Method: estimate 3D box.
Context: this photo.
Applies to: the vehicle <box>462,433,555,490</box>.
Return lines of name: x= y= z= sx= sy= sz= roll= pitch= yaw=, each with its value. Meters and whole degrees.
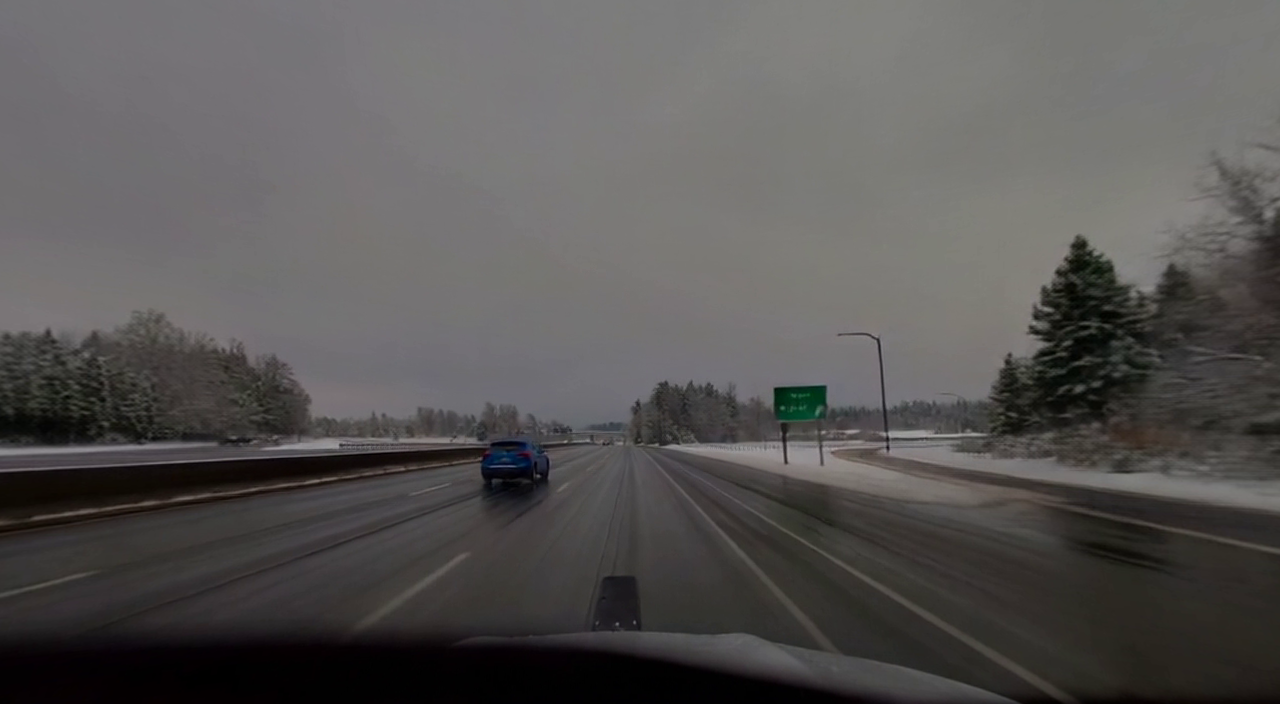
vehicle: x=-3.940 y=3.321 z=19.528 sx=2.008 sy=1.567 sz=3.959 roll=0 pitch=-8 yaw=0
